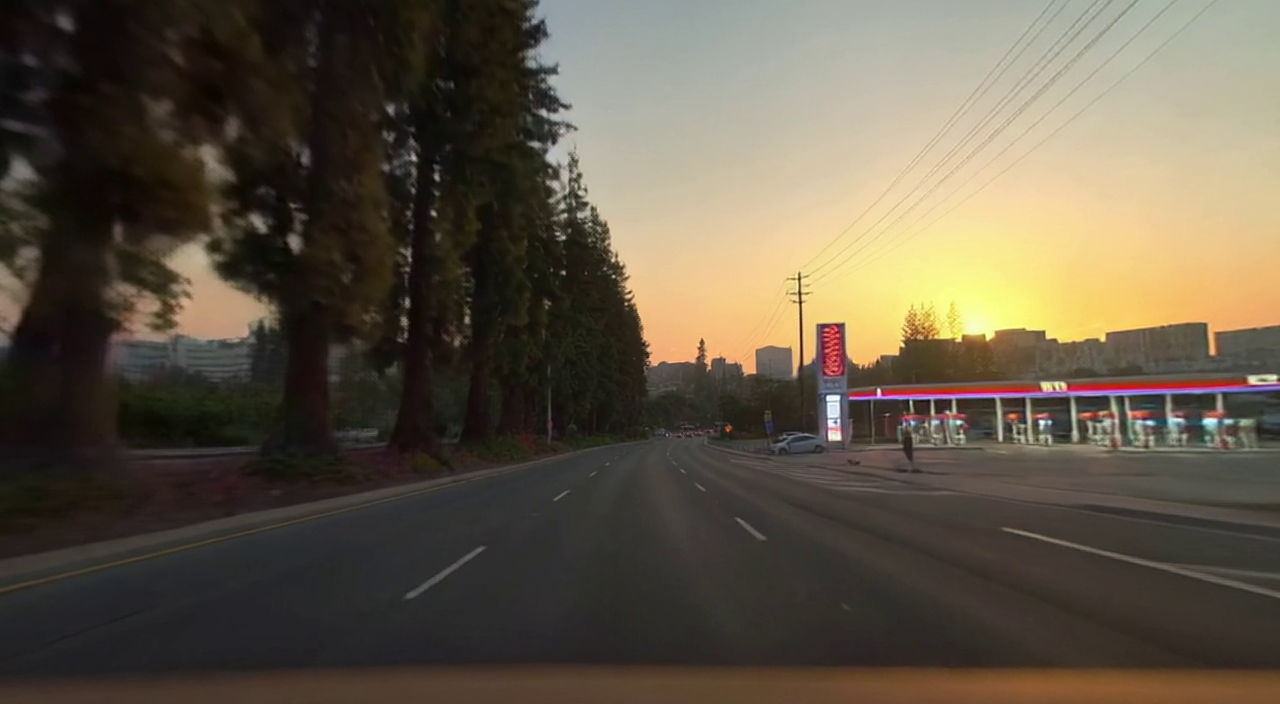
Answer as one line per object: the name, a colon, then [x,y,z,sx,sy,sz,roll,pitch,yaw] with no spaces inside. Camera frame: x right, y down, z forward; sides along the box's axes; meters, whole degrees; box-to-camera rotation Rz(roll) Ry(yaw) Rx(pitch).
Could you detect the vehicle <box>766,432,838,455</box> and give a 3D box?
vehicle: [11.376,6.457,44.556,4.476,1.629,1.953,0,-8,-2]
